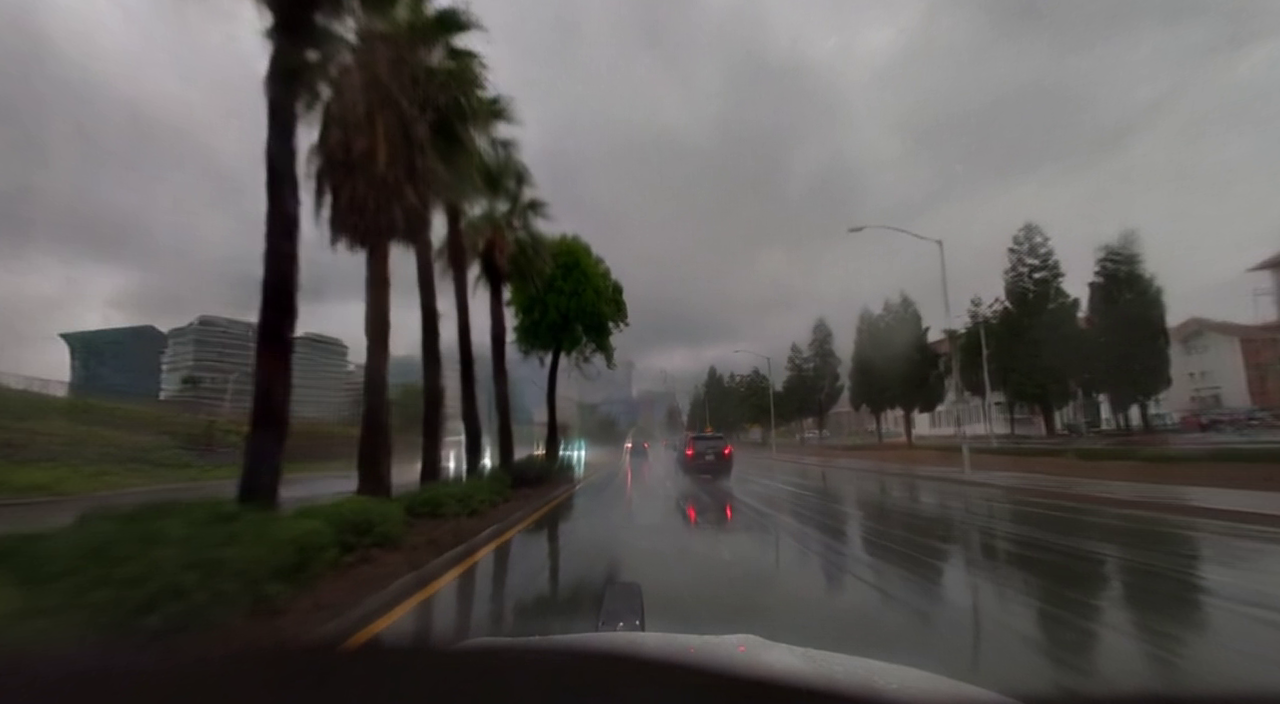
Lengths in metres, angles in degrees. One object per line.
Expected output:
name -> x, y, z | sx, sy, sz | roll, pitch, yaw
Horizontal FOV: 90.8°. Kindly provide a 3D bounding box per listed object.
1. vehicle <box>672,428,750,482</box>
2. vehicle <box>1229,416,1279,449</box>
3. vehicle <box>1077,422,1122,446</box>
vehicle -> 2.806, 4.288, 26.494 | 2.559, 2.017, 5.562 | 0, -9, -1
vehicle -> 38.749, 5.002, 38.989 | 2.227, 1.884, 5.589 | -6, -10, 31
vehicle -> 34.949, 6.285, 48.157 | 2.287, 1.669, 4.382 | -5, -10, 31
